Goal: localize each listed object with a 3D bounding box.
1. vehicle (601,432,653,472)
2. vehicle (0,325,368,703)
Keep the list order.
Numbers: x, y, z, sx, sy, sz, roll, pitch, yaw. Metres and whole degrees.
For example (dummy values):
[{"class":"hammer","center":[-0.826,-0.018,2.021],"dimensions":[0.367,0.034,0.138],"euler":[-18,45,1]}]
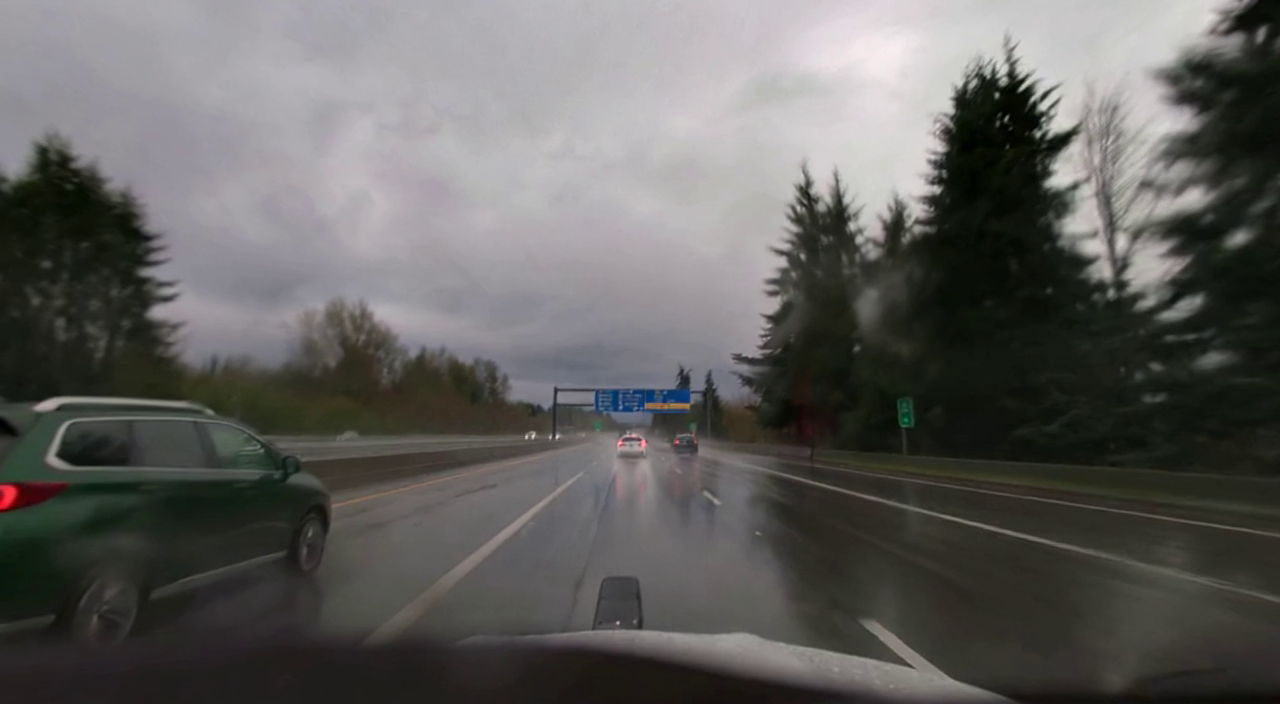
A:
[{"class":"vehicle","center":[-0.550,4.184,26.543],"dimensions":[2.010,1.534,4.013],"euler":[0,-8,-1]},{"class":"vehicle","center":[-3.368,0.857,3.025],"dimensions":[2.111,1.689,4.505],"euler":[0,-8,0]}]
